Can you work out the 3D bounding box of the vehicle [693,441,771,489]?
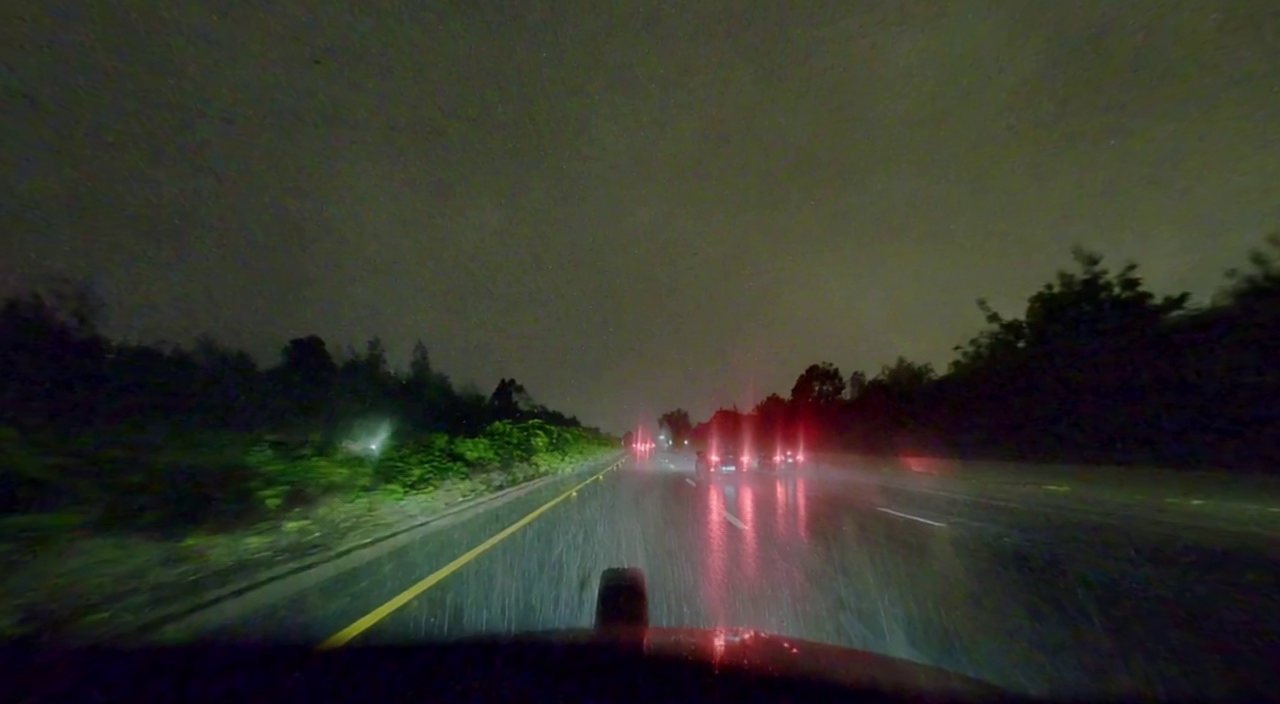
[{"bbox_3d":[3.065,3.863,21.977,1.991,1.475,4.302,0,-8,-1],"label":"vehicle"}]
